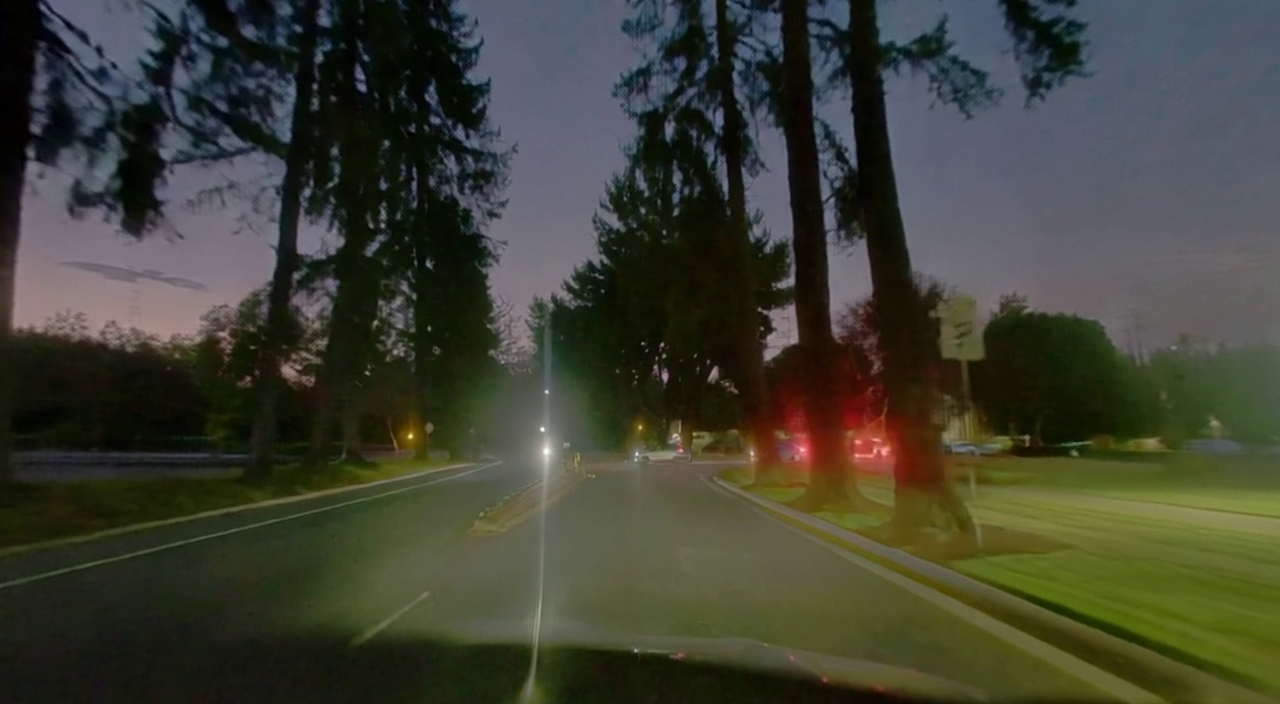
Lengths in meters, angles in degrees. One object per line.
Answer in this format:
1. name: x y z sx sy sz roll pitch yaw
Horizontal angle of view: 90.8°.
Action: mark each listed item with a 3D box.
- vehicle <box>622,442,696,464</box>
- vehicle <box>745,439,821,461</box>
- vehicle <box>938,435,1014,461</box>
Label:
1. vehicle: 1.366 7.402 46.301 4.890 1.478 2.253 -5 -10 30
2. vehicle: 10.017 6.909 44.549 4.870 1.507 2.073 0 -9 0
3. vehicle: 21.055 6.044 39.655 3.830 1.429 1.890 4 -10 -10
